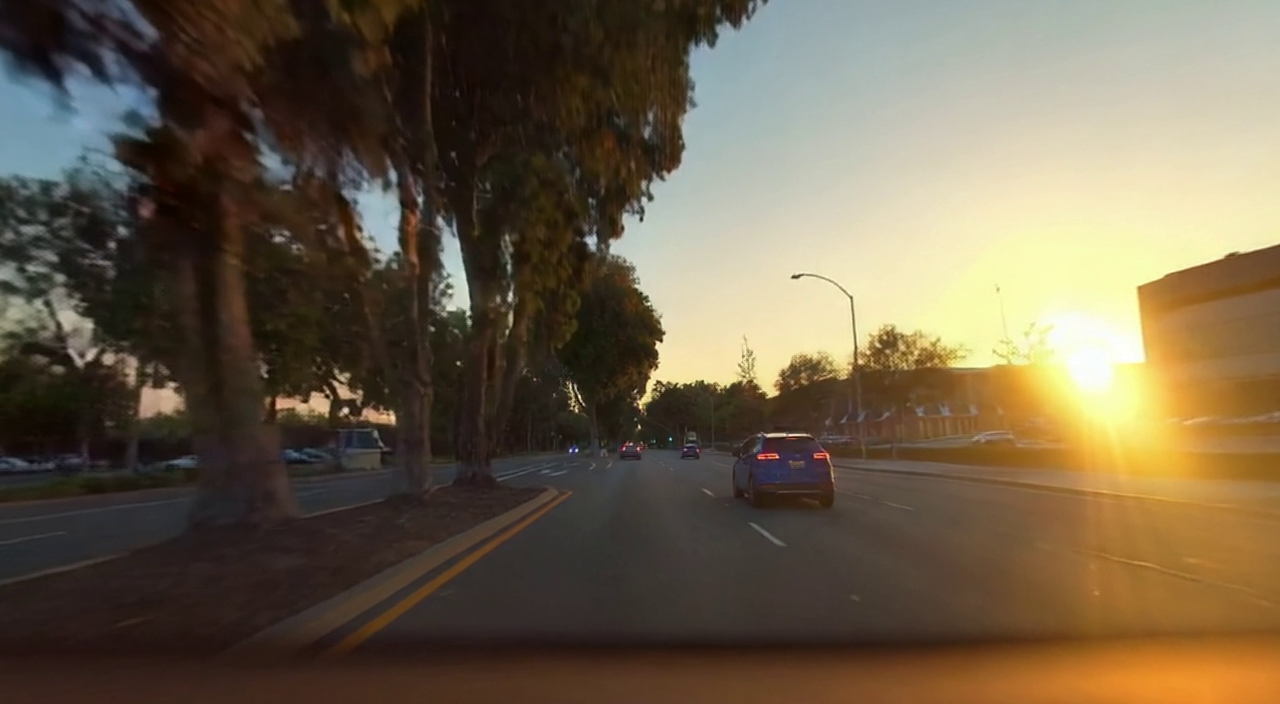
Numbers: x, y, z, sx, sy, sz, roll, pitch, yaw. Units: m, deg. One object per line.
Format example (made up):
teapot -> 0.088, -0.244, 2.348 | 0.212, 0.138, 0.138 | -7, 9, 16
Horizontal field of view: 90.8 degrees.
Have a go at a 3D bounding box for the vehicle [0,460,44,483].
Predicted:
vehicle -> -44.444, 8.371, 44.200 | 1.793, 1.442, 3.704 | 0, -8, -1

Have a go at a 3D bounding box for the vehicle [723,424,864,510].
vehicle -> 3.286, 2.578, 14.566 | 2.060, 1.665, 4.284 | 0, -8, -2

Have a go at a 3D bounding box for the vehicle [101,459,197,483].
vehicle -> -30.938, 7.491, 39.889 | 4.415, 1.418, 1.961 | 0, -8, -1
